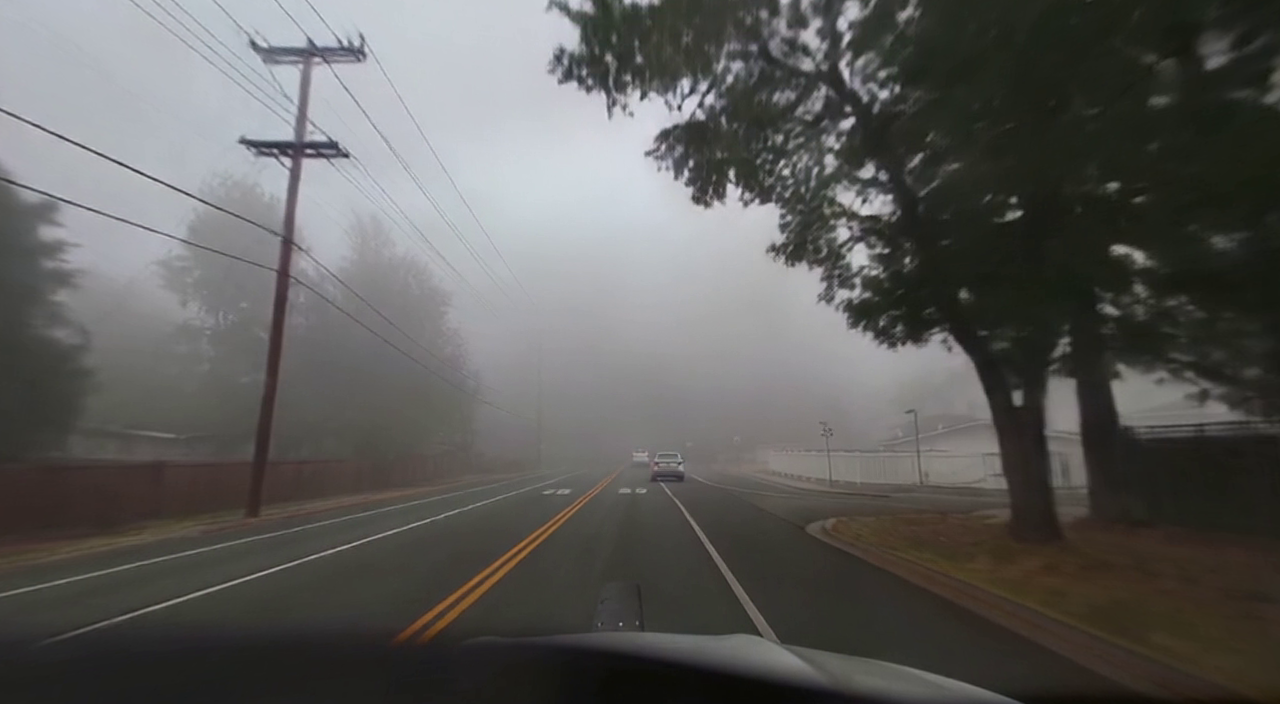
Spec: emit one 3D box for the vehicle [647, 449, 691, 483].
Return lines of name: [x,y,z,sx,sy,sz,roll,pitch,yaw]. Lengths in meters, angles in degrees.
vehicle: [1.323,5.472,30.539,1.975,1.497,3.647,0,-9,1]
